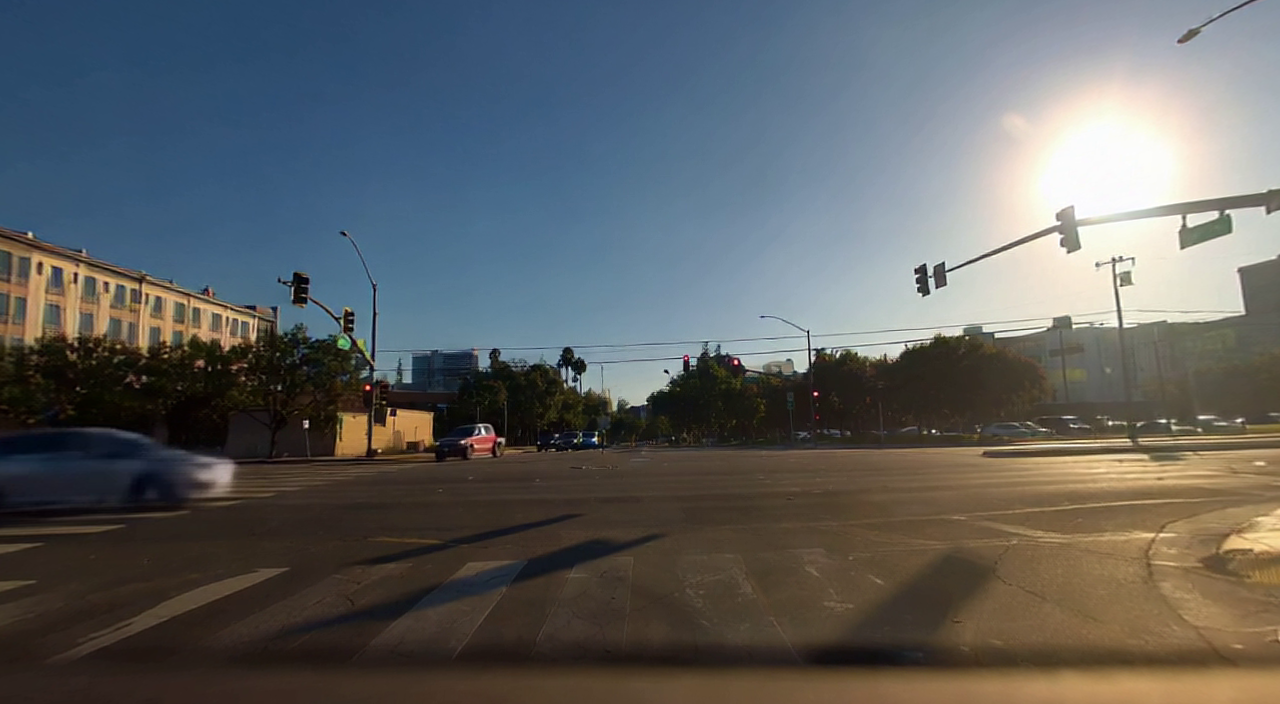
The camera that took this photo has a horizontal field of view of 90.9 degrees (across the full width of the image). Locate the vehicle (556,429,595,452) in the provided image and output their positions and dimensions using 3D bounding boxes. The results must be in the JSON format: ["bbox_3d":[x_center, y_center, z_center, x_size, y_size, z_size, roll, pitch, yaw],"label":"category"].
[{"bbox_3d":[-4.398,6.174,43.773,1.919,1.467,4.086,-1,-9,5],"label":"vehicle"}]

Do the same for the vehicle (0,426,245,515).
[{"bbox_3d":[-11.483,2.443,13.271,4.854,1.684,1.945,1,-9,-10],"label":"vehicle"}]

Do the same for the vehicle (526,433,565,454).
[{"bbox_3d":[-7.300,7.128,49.009,2.054,1.536,3.927,-1,-9,7],"label":"vehicle"}]

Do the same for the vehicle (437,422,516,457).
[{"bbox_3d":[-9.364,5.103,36.580,2.000,1.864,5.044,-3,-9,17],"label":"vehicle"}]
